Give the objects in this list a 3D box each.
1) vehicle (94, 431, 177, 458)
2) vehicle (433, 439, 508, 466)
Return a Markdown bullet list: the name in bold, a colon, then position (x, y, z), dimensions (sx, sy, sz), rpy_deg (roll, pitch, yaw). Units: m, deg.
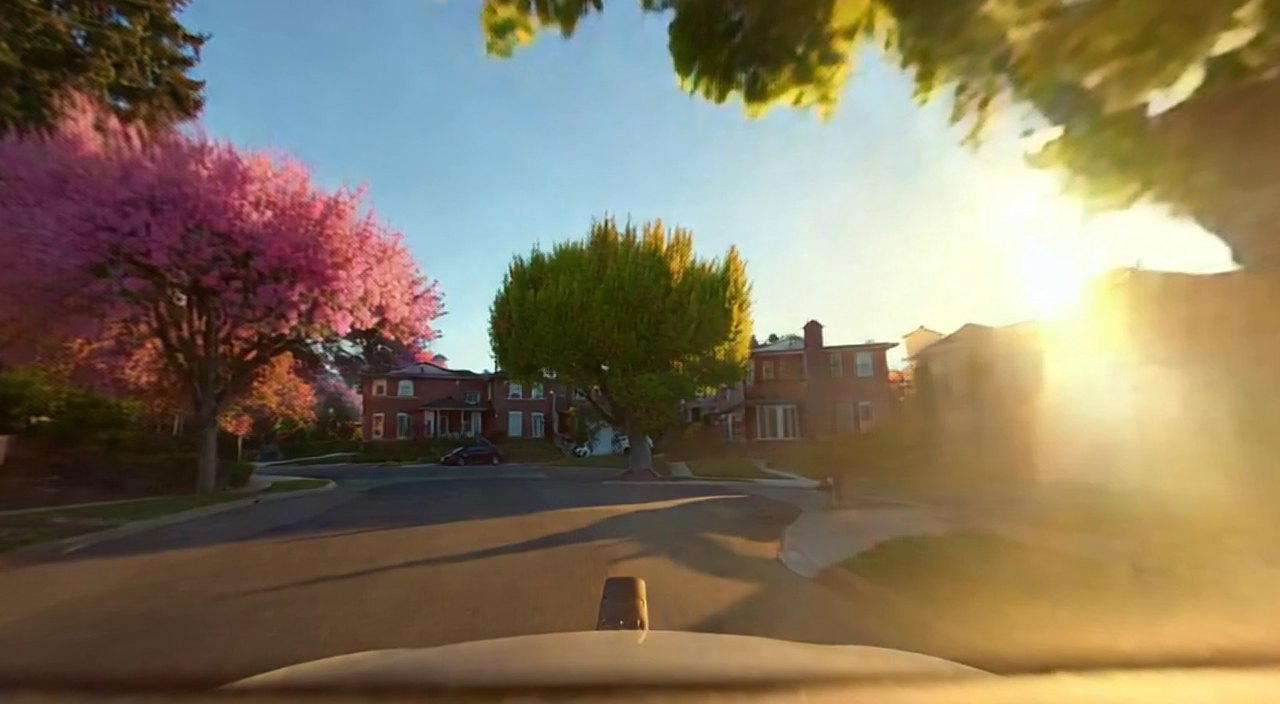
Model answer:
- **vehicle**: position (-34.078, 6.223, 42.722), dimensions (4.237, 1.728, 2.203), rpy_deg (-2, -9, 16)
- **vehicle**: position (-12.248, 7.283, 45.805), dimensions (4.815, 1.827, 2.147), rpy_deg (0, -9, -1)
